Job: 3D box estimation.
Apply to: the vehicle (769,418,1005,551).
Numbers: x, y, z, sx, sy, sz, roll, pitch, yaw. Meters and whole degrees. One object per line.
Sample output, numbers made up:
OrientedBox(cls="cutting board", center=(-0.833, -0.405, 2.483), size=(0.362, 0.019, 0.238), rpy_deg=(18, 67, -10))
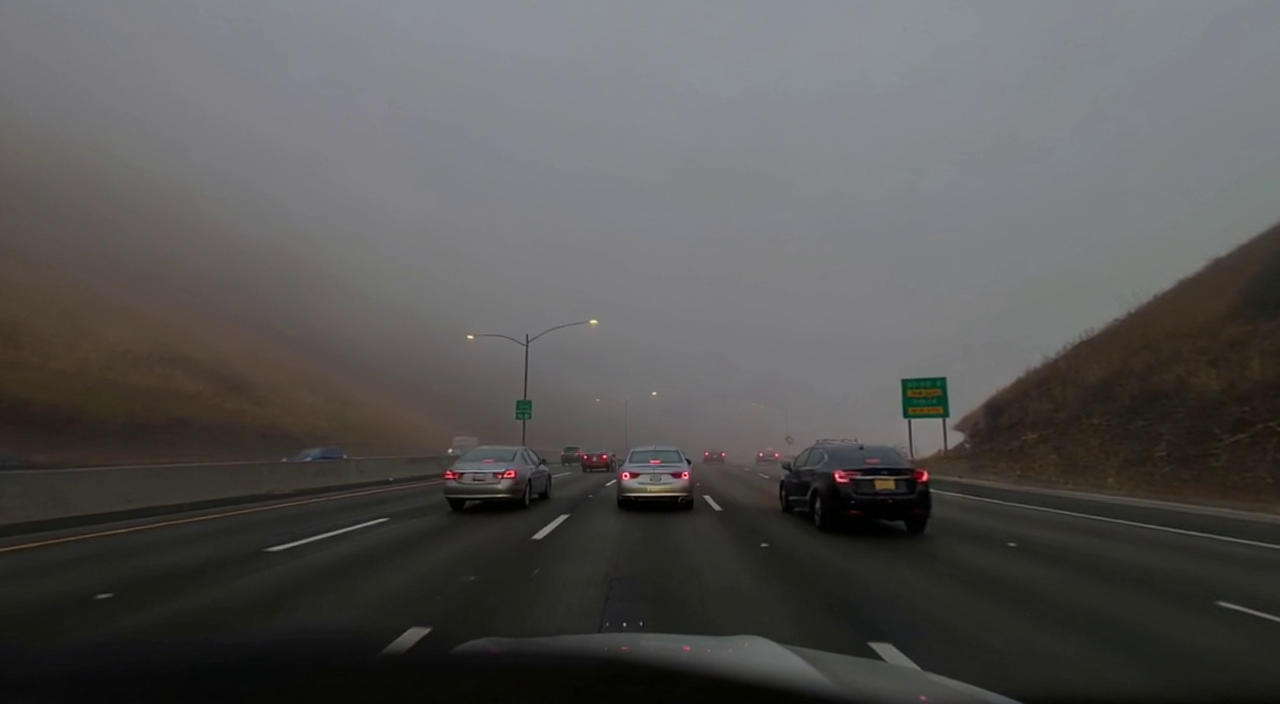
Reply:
OrientedBox(cls="vehicle", center=(3.669, 2.060, 10.541), size=(2.083, 1.693, 4.740), rpy_deg=(0, -8, 1))

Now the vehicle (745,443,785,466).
OrientedBox(cls="vehicle", center=(8.801, 7.275, 44.931), size=(2.097, 1.515, 4.593), rpy_deg=(-1, -8, 3))

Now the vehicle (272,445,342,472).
OrientedBox(cls="vehicle", center=(-23.481, 7.491, 44.693), size=(2.062, 1.794, 4.892), rpy_deg=(-1, -8, 4))

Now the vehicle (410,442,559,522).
OrientedBox(cls="vehicle", center=(-3.140, 2.713, 13.785), size=(2.017, 1.446, 4.384), rpy_deg=(0, -8, 2))

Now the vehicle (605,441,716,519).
OrientedBox(cls="vehicle", center=(0.417, 2.688, 13.762), size=(2.072, 1.431, 3.904), rpy_deg=(0, -8, 1))
